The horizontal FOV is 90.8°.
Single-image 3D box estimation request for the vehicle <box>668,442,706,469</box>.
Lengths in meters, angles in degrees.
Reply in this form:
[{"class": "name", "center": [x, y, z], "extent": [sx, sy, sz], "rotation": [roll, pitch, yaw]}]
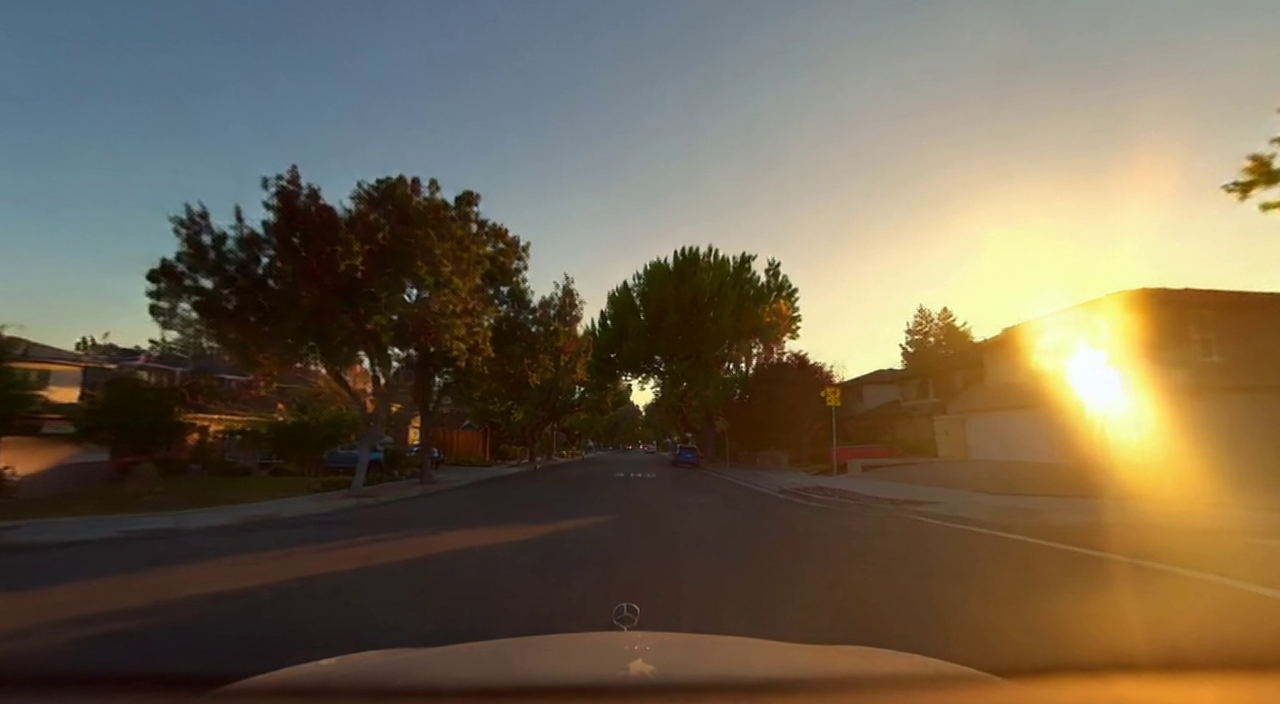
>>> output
[{"class": "vehicle", "center": [3.012, 6.727, 41.081], "extent": [2.114, 1.633, 4.042], "rotation": [0, -9, 0]}]
